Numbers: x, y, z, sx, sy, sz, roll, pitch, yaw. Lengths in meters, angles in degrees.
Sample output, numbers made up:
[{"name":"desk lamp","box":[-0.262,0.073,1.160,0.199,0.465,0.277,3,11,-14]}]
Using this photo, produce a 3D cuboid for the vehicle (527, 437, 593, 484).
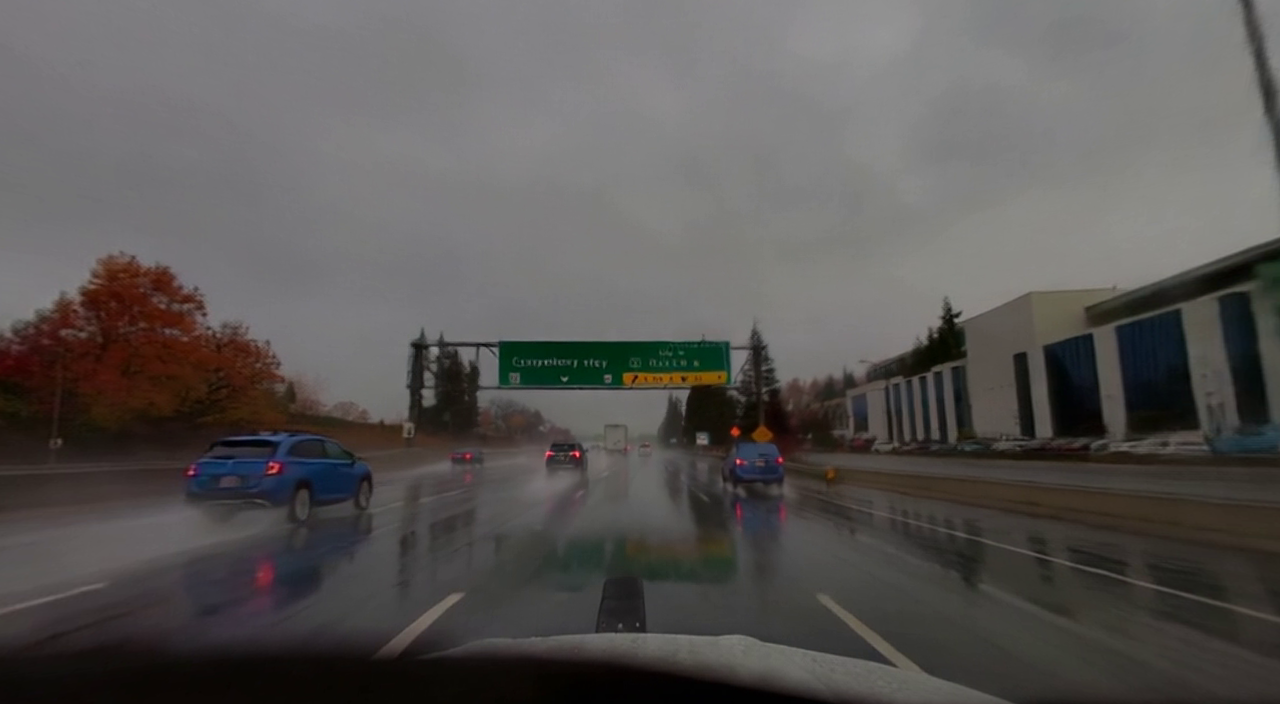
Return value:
[{"name":"vehicle","box":[-3.203,4.471,26.131,2.111,1.742,4.315,0,-9,1]}]

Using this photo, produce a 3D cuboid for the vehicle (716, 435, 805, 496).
[{"name":"vehicle","box":[3.798,3.654,20.669,2.101,1.742,4.495,0,-9,1]}]

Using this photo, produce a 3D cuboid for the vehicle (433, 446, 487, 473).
[{"name":"vehicle","box":[-10.831,6.500,38.240,1.919,1.509,4.265,0,-9,1]}]

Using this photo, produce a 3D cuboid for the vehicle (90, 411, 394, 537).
[{"name":"vehicle","box":[-7.007,2.234,12.128,2.314,1.842,5.279,0,-9,1]}]
